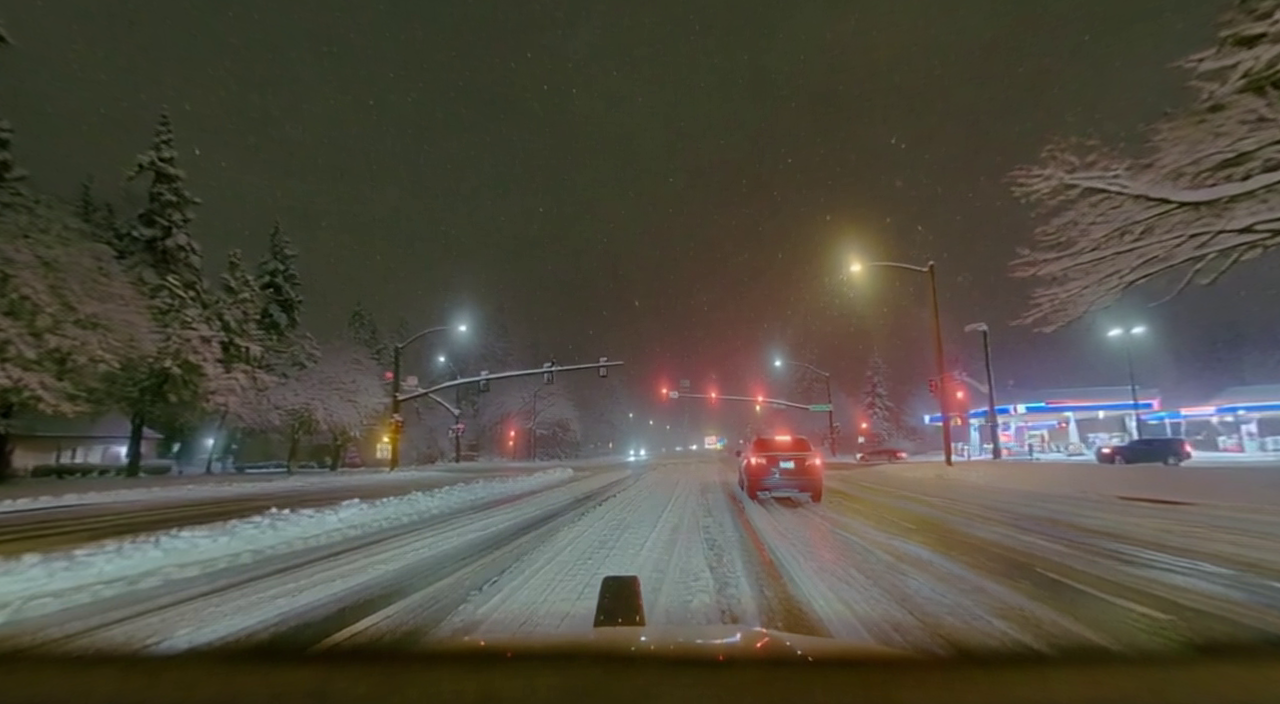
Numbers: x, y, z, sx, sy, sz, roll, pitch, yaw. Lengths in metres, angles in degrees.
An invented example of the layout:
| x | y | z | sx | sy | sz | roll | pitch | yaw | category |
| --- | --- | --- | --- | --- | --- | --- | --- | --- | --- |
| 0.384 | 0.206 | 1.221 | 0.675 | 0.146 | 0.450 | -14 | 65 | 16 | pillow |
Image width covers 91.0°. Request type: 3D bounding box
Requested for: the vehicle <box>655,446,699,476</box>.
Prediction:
| x | y | z | sx | sy | sz | roll | pitch | yaw | category |
| --- | --- | --- | --- | --- | --- | --- | --- | --- | --- |
| 2.005 | 5.687 | 33.213 | 2.100 | 1.469 | 3.872 | -1 | -9 | 6 | vehicle |

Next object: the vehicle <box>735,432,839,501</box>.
| x | y | z | sx | sy | sz | roll | pitch | yaw | category |
| --- | --- | --- | --- | --- | --- | --- | --- | --- | --- |
| 4.061 | 3.227 | 18.139 | 2.213 | 1.715 | 4.242 | -1 | -9 | 4 | vehicle |
